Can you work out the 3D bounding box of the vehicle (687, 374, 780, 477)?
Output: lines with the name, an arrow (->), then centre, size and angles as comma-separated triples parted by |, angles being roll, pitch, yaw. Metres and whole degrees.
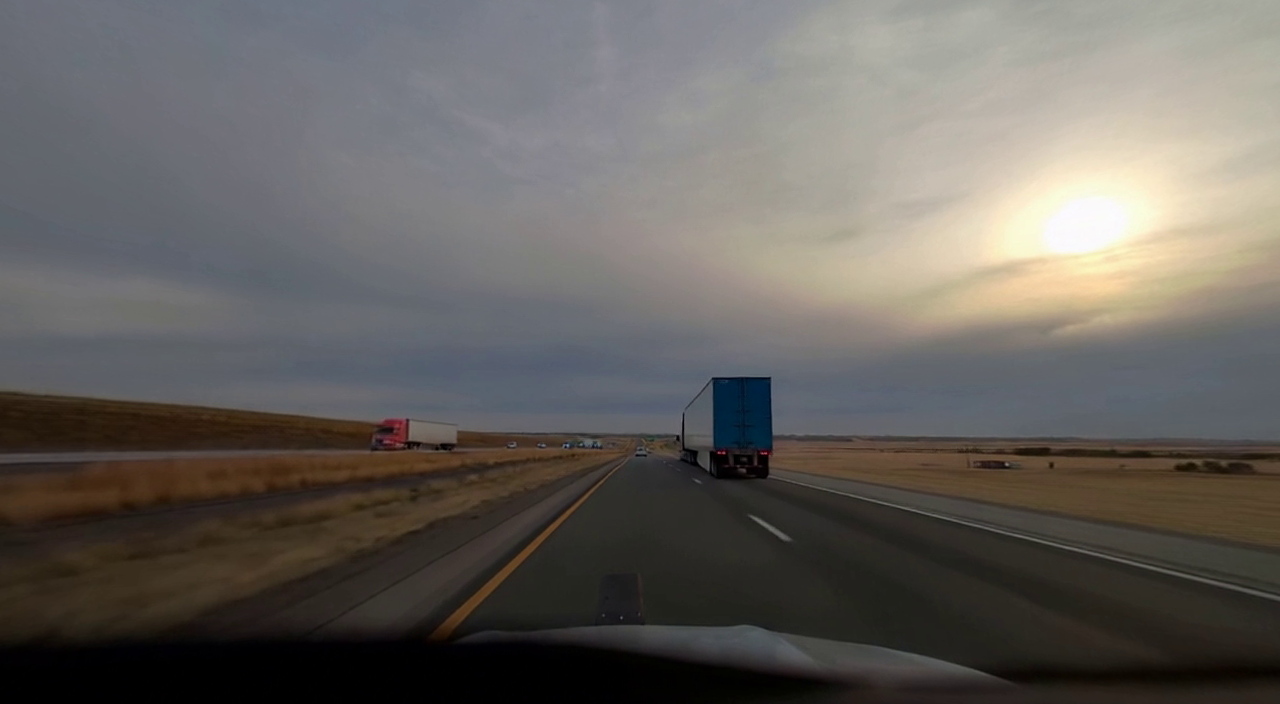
vehicle -> 4.268, 3.953, 32.124 | 2.818, 4.206, 12.987 | 0, -9, 0
